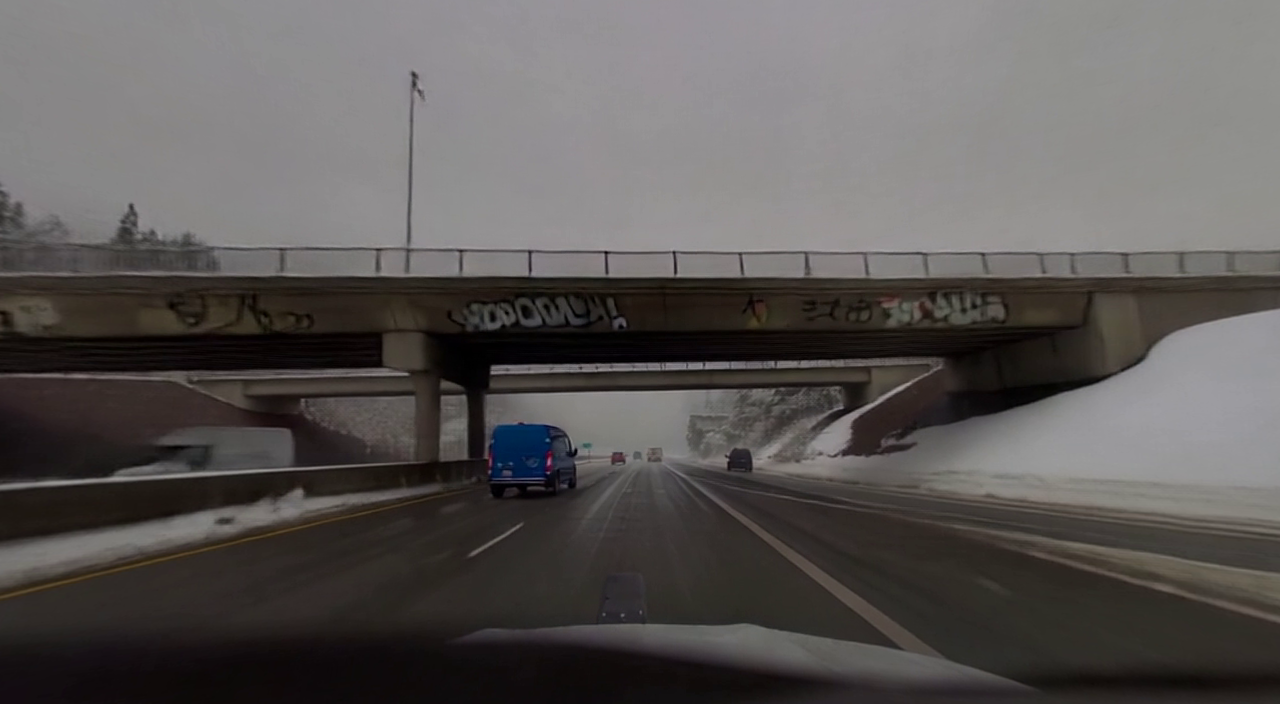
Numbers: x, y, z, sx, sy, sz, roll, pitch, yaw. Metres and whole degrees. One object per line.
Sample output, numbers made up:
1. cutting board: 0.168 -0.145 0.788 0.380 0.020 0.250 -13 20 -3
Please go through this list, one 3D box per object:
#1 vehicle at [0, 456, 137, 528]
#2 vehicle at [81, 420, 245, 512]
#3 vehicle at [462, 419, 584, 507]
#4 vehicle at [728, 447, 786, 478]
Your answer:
1. vehicle: -16.352 3.651 16.843 1.960 1.632 4.602 0 -9 1
2. vehicle: -16.299 3.877 21.923 2.186 2.850 4.135 -1 -9 2
3. vehicle: -2.969 2.984 17.329 2.310 2.030 5.094 0 -8 1
4. vehicle: 6.187 5.888 33.970 1.972 1.492 4.623 0 -9 -4
